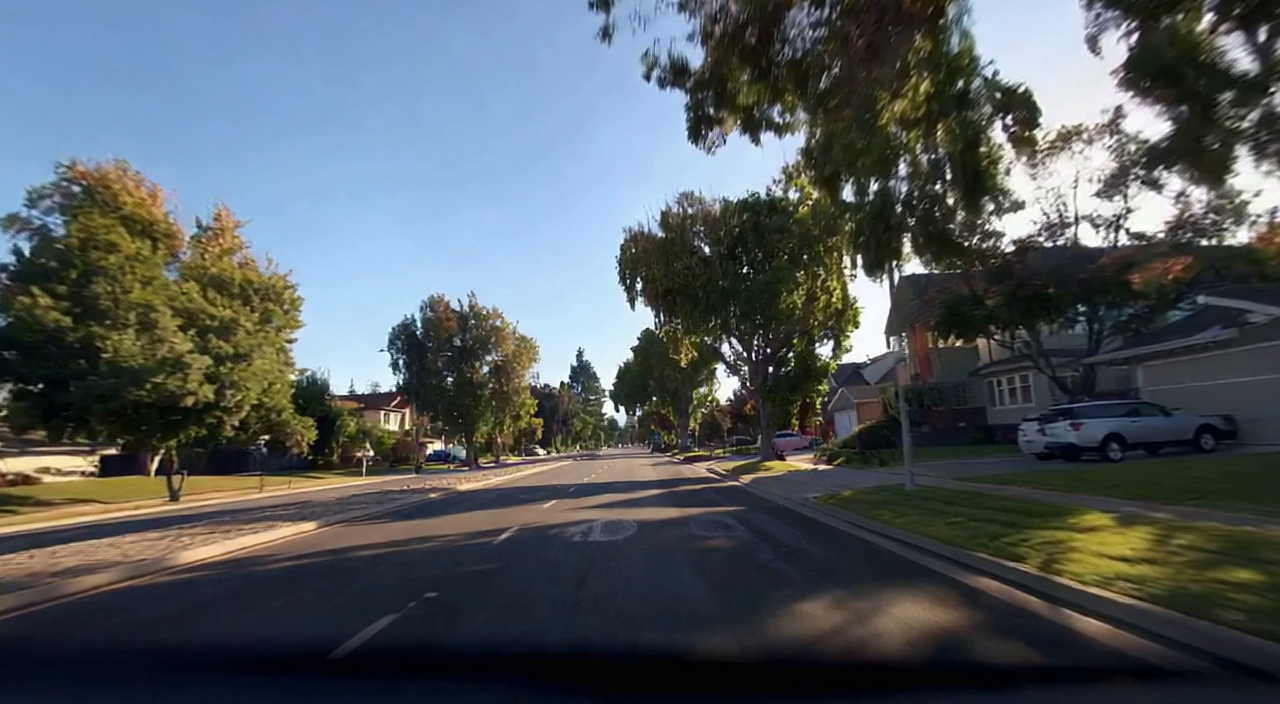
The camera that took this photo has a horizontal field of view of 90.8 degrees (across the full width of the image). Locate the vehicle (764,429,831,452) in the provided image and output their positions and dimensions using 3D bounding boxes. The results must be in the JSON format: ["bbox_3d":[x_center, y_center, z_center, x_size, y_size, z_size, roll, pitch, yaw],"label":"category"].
[{"bbox_3d":[11.817,6.688,47.549,4.545,1.680,2.001,-1,-8,4],"label":"vehicle"}]
